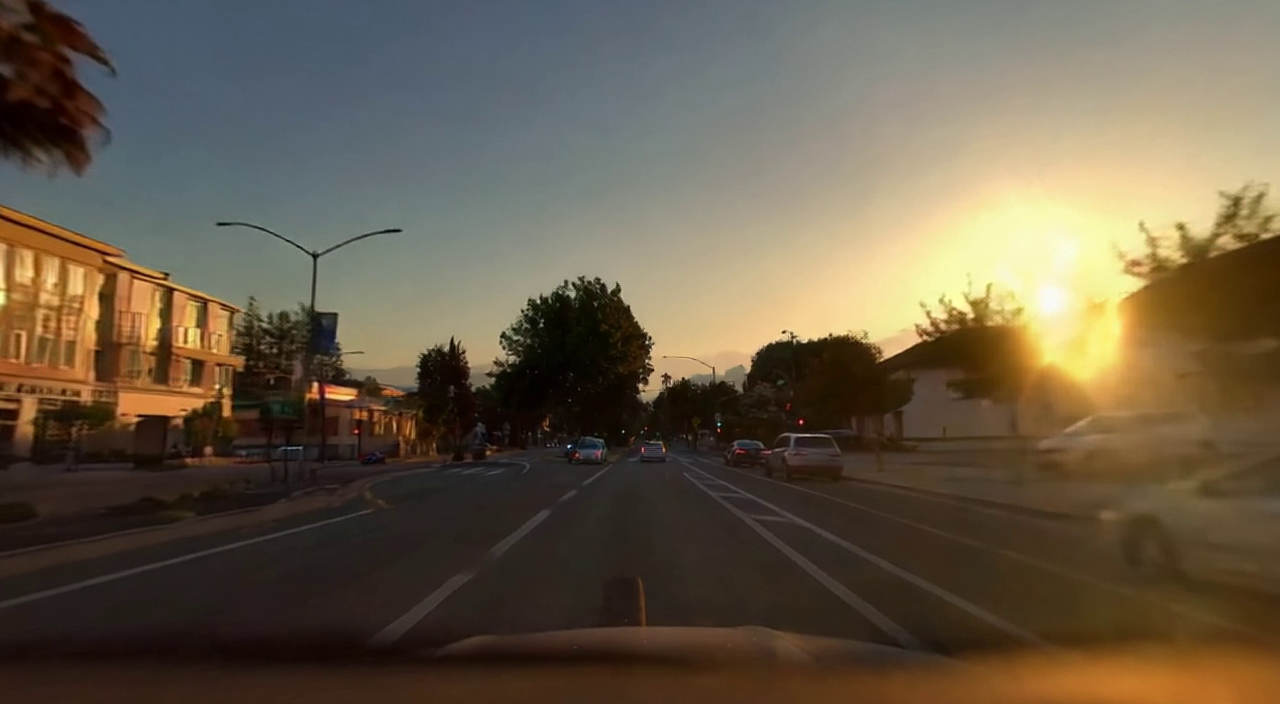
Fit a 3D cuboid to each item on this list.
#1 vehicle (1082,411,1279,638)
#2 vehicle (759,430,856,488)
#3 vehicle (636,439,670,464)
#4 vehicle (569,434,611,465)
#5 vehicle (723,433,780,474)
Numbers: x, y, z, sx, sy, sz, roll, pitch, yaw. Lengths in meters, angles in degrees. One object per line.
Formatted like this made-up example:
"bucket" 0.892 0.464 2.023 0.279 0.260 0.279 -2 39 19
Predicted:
"vehicle" 5.753 1.295 4.781 1.955 1.679 3.890 0 -7 0
"vehicle" 5.673 3.641 22.036 2.069 1.776 4.797 0 -7 0
"vehicle" 0.763 6.407 40.676 2.075 1.480 3.920 0 -8 -1
"vehicle" -3.019 6.007 38.882 2.150 1.779 4.423 0 -8 1
"vehicle" 5.867 5.361 33.894 2.112 1.966 4.642 0 -7 -1
